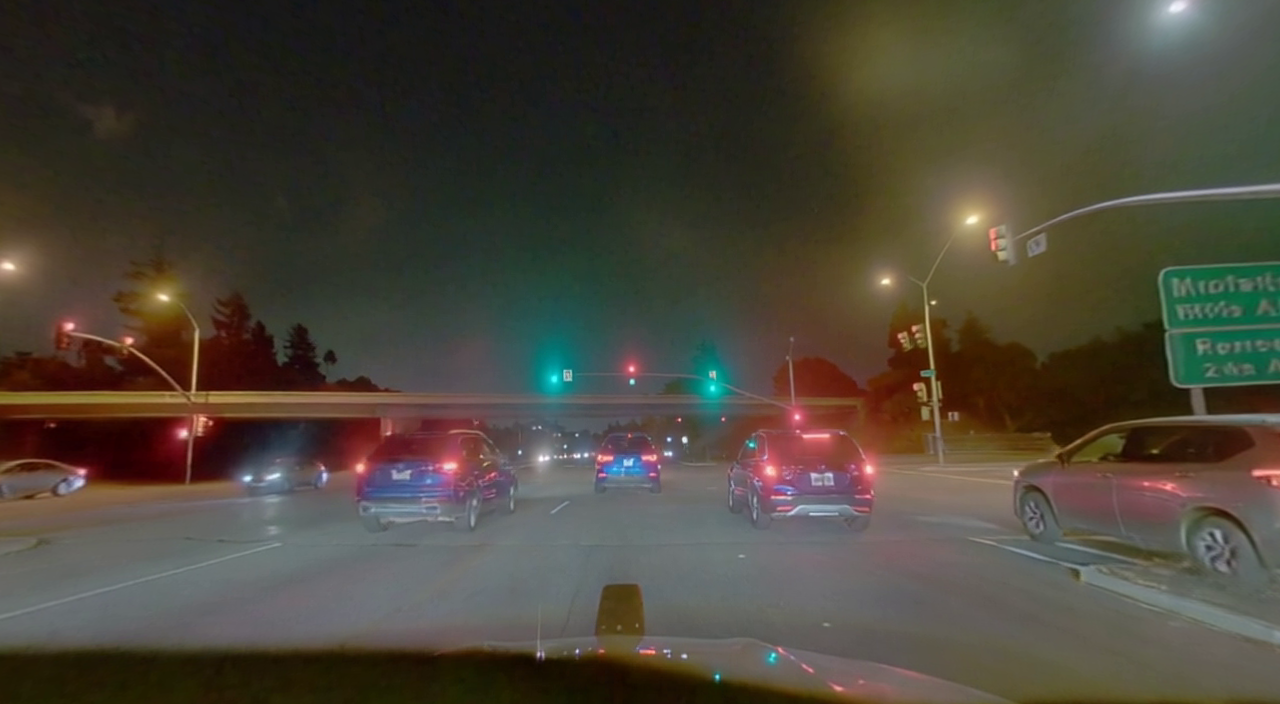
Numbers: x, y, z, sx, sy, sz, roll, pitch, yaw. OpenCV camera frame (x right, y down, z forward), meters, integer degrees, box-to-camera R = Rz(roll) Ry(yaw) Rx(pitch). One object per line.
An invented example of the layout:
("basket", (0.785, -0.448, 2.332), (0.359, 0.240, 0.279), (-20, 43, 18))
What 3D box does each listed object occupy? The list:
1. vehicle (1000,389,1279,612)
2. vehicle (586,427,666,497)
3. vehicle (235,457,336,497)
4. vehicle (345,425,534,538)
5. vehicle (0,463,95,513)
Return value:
("vehicle", (6.232, 1.456, 6.838), (2.074, 1.785, 4.320), (0, -8, 0))
("vehicle", (-0.470, 3.588, 21.007), (2.342, 2.026, 4.642), (0, -8, -1))
("vehicle", (-15.775, 5.556, 28.444), (1.859, 1.542, 4.657), (0, -8, -1))
("vehicle", (-3.587, 2.411, 12.435), (2.060, 1.768, 4.681), (-1, -8, 2))
("vehicle", (-22.914, 4.899, 22.780), (2.044, 1.584, 5.067), (0, -8, -1))
